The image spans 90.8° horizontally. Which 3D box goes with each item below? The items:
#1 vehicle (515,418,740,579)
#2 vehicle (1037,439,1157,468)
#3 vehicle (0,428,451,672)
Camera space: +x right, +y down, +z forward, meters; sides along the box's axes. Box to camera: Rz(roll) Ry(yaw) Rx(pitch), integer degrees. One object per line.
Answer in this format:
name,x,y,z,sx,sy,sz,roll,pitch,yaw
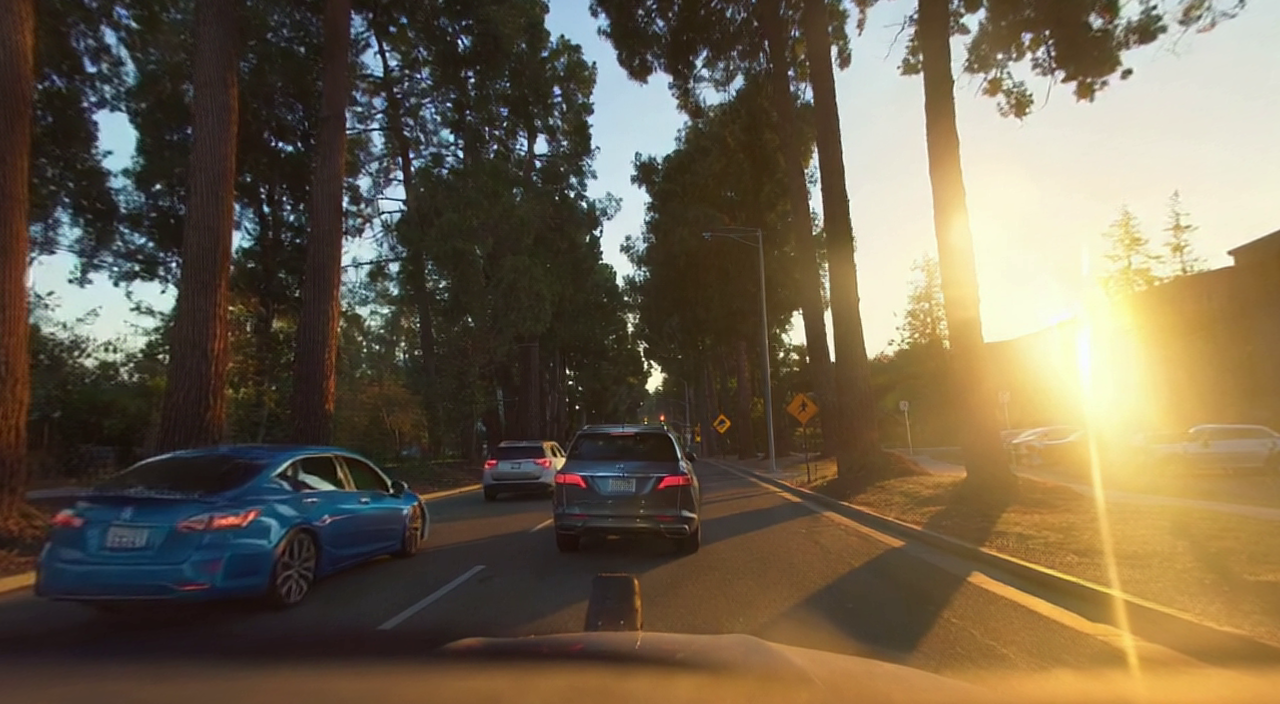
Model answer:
vehicle,-0.104,1.751,8.307,2.229,1.591,3.897,0,-8,1
vehicle,28.375,6.301,39.315,5.955,1.702,2.166,1,-8,-6
vehicle,-3.568,1.539,6.149,1.922,1.464,4.424,0,-8,2
